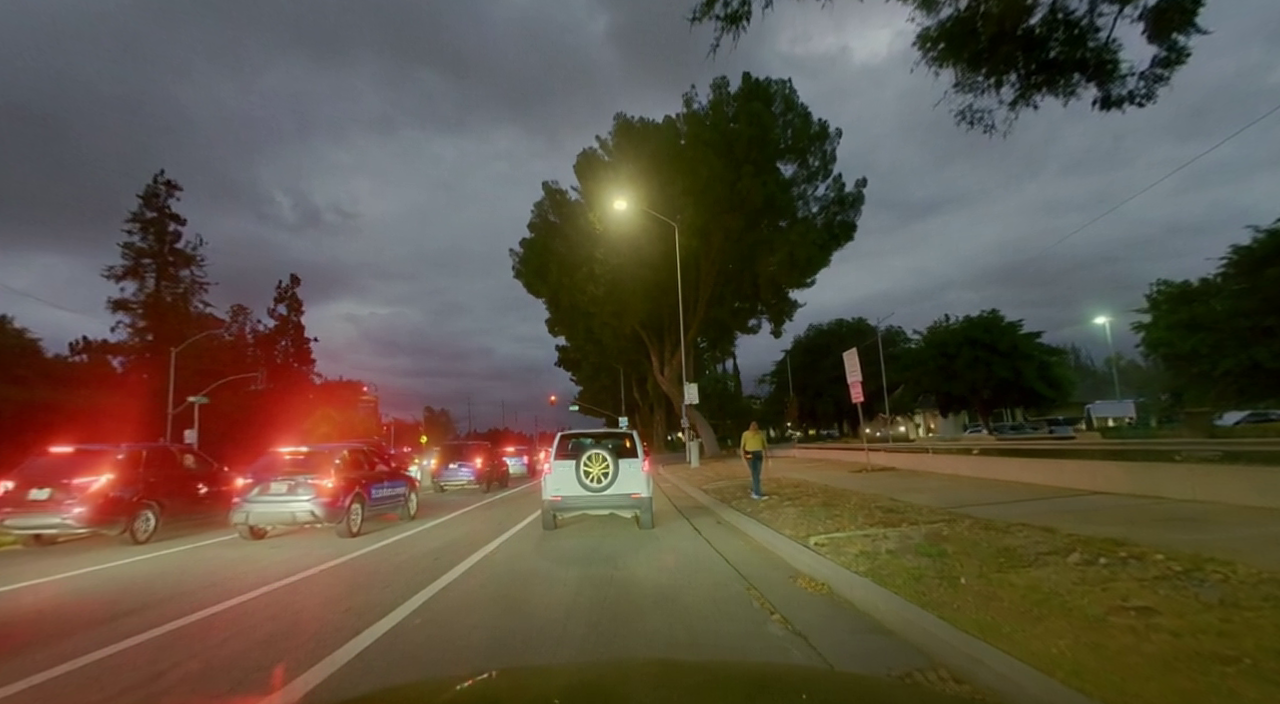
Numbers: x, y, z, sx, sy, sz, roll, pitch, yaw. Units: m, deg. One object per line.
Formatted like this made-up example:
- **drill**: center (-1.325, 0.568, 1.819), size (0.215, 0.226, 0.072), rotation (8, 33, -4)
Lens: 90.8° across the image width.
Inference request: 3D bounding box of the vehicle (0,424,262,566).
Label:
- **vehicle**: center (-8.793, 2.217, 10.586), size (2.013, 1.826, 4.592), rotation (0, -9, 1)

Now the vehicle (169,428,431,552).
- **vehicle**: center (-5.403, 2.229, 10.934), size (2.010, 1.674, 4.484), rotation (0, -9, 0)

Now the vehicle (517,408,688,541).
- **vehicle**: center (-0.582, 2.023, 10.994), size (2.368, 1.829, 4.293), rotation (0, -9, -2)

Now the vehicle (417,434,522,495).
- **vehicle**: center (-5.445, 3.663, 20.931), size (2.188, 1.774, 4.477), rotation (0, -9, 1)
